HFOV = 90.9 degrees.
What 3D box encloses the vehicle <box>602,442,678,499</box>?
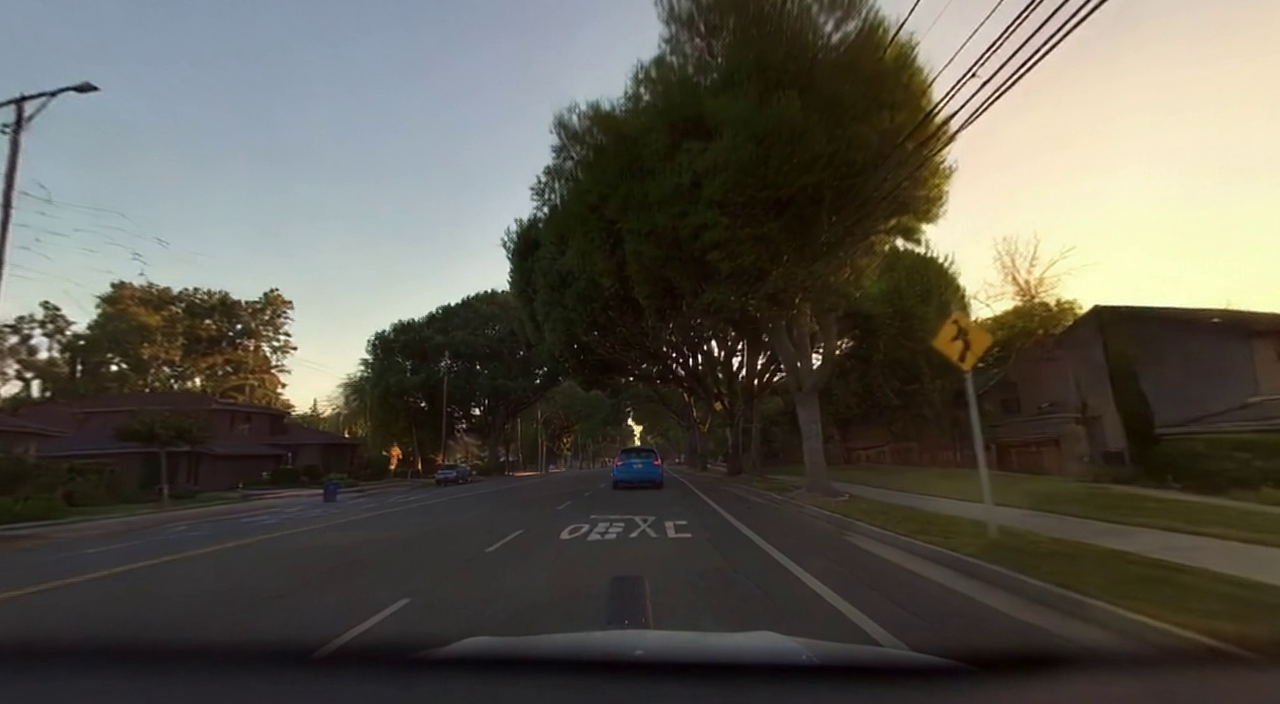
[{"bbox_3d":[-0.007,3.769,20.528,2.200,1.653,4.127,0,-8,0],"label":"vehicle"}]
